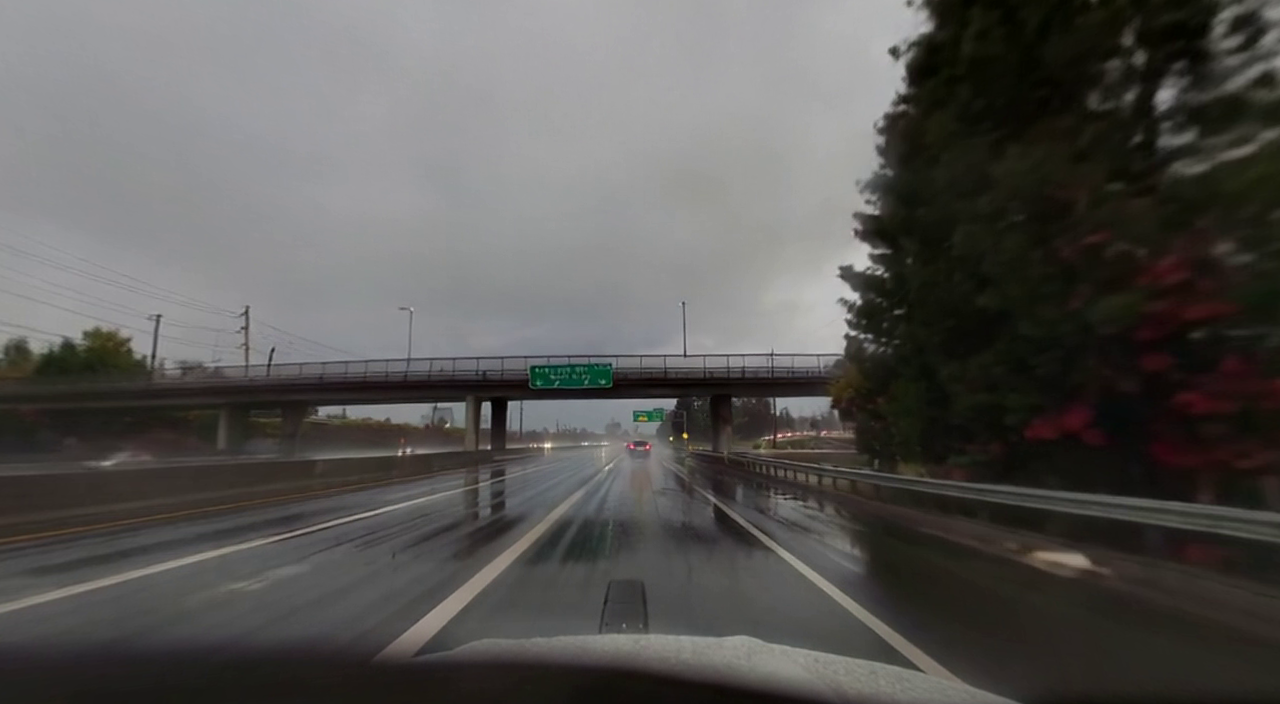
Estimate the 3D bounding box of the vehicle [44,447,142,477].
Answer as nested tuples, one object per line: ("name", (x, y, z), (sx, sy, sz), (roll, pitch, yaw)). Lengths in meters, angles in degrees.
("vehicle", (-35.406, 7.104, 41.008), (2.007, 1.769, 4.826), (0, -8, 0))
